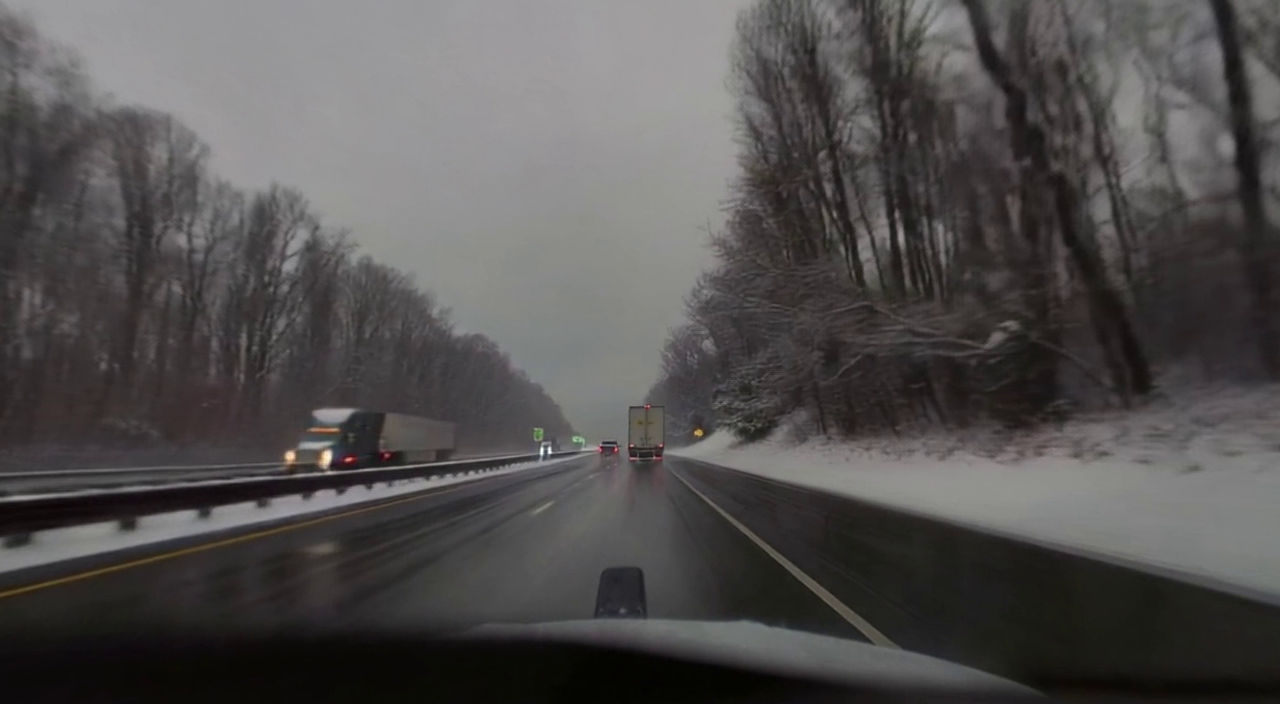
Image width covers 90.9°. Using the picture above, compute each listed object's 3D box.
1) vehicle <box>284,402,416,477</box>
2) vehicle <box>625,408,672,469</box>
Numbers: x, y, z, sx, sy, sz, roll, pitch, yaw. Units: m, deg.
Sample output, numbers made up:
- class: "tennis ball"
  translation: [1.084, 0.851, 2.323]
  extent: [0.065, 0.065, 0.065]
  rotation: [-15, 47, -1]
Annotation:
- class: "vehicle"
  translation: [-16.662, 5.256, 37.343]
  extent: [2.927, 3.858, 10.028]
  rotation: [0, -9, 0]
- class: "vehicle"
  translation: [0.505, 6.472, 46.569]
  extent: [3.024, 3.965, 10.399]
  rotation: [0, -9, -1]
